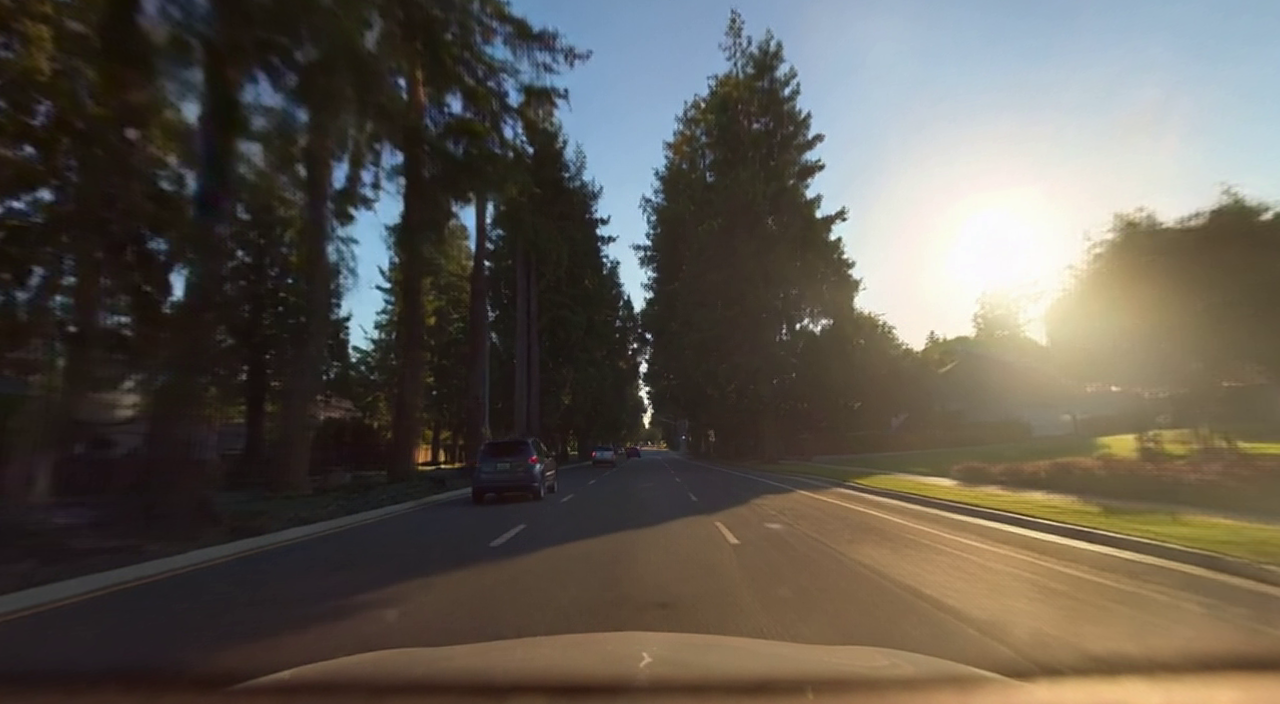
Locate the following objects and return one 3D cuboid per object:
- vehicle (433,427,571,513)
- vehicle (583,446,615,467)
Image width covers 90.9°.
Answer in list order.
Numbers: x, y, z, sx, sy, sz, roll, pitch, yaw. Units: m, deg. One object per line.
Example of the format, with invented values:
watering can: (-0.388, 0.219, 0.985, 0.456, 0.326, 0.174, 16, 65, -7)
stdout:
vehicle: (-2.972, 2.679, 14.759, 2.058, 1.671, 4.704, 0, -9, 1)
vehicle: (-2.981, 7.714, 46.704, 2.021, 1.466, 4.330, 0, -9, 1)
